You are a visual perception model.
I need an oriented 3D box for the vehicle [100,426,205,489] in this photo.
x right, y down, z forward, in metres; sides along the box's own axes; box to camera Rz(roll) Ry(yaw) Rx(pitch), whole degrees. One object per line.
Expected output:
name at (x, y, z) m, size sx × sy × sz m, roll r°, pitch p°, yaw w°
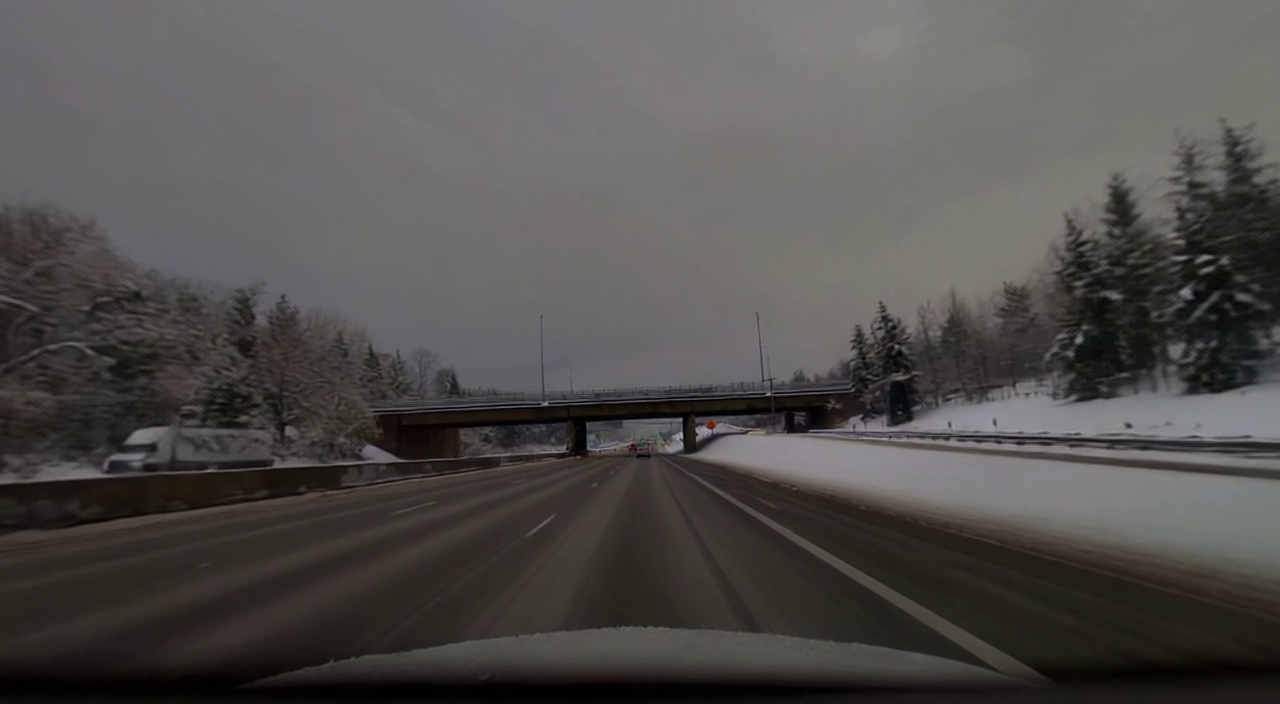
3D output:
vehicle at (-33.281, 7.190, 43.330) m, size 2.901 × 3.943 × 6.001 m, roll 1°, pitch -9°, yaw -9°
